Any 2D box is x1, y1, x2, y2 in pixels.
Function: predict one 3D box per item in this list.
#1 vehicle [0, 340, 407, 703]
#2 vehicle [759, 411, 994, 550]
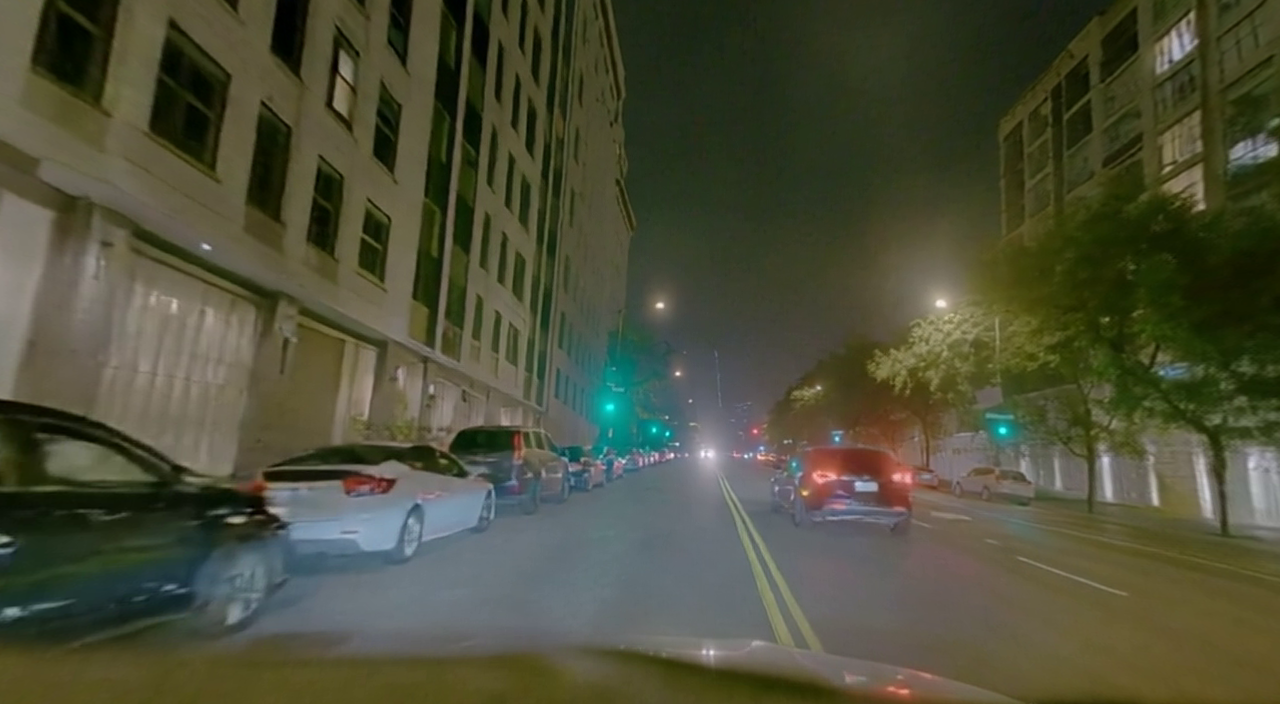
[{"bbox_3d":[-3.380,0.917,3.179,2.179,1.658,4.765,-1,-8,6],"label":"vehicle"},{"bbox_3d":[3.842,2.221,11.795,2.411,1.899,5.993,-1,-8,4],"label":"vehicle"}]
